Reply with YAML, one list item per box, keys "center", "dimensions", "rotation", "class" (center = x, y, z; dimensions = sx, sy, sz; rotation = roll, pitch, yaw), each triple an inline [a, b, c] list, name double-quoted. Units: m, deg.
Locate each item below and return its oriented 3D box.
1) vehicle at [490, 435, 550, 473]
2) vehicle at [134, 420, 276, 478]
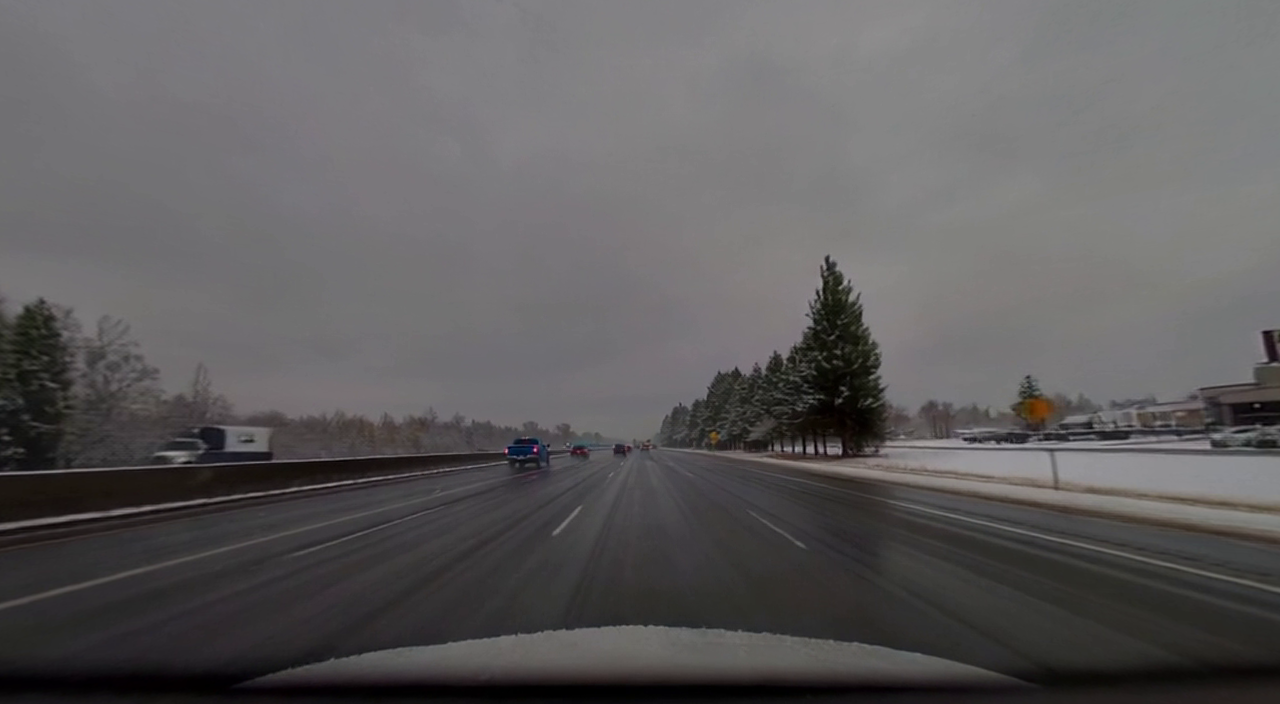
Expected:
- center: [-6.529, 5.617, 35.050]
  dimensions: [2.156, 1.911, 5.956]
  rotation: [0, -8, 0]
  class: "vehicle"
- center: [-33.418, 7.537, 49.335]
  dimensions: [2.940, 3.942, 11.262]
  rotation: [0, -8, 0]
  class: "vehicle"
